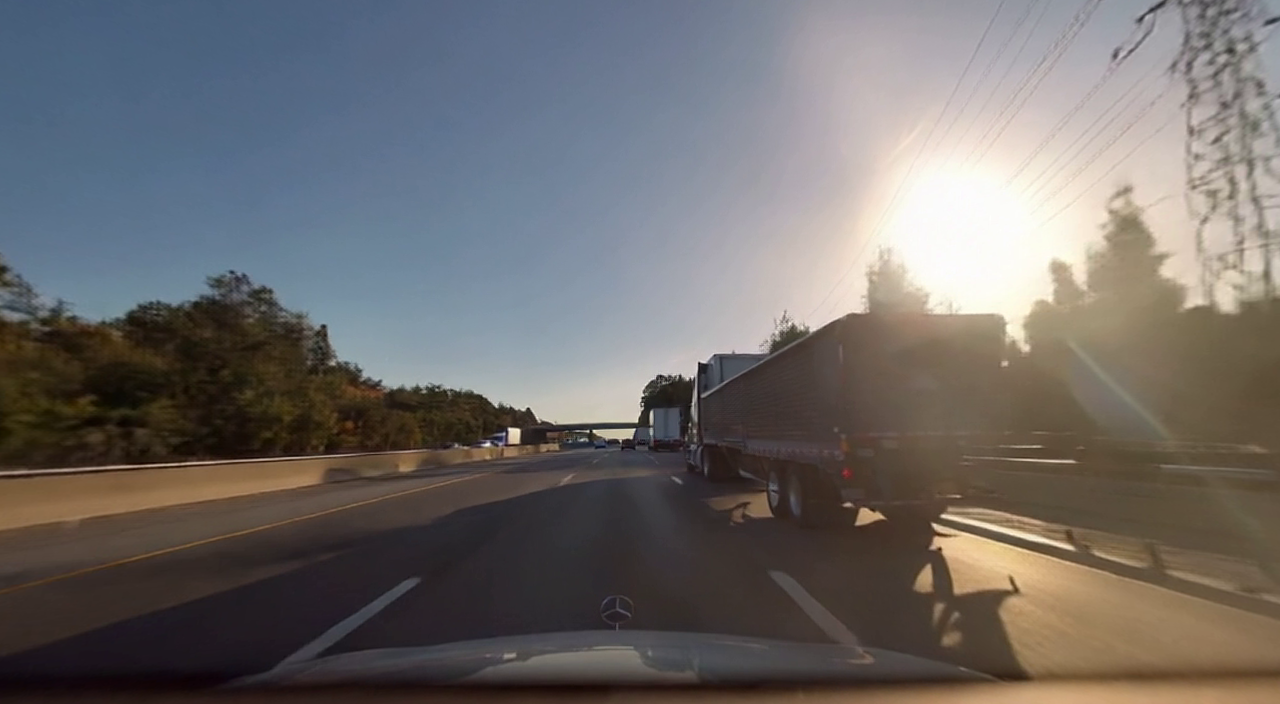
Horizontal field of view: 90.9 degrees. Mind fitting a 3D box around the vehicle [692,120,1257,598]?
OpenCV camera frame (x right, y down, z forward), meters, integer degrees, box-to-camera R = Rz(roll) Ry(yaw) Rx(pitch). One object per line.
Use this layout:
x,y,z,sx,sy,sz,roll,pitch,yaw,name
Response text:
3.347,0.910,12.394,2.905,4.080,14.157,0,-8,-2,vehicle
